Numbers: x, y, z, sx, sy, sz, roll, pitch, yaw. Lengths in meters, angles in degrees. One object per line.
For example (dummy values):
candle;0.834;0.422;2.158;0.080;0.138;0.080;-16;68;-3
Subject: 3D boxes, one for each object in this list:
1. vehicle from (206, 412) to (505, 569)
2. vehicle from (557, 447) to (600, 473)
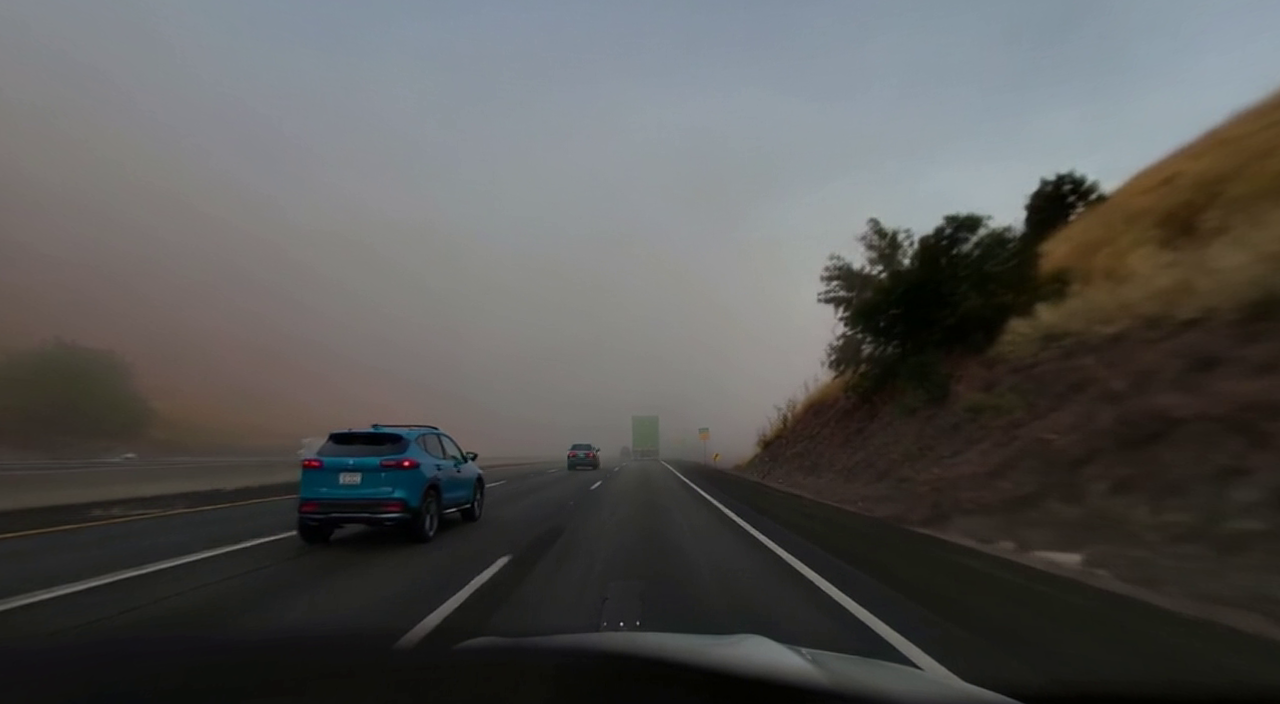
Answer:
vehicle;-3.702;1.907;9.458;2.194;1.725;4.698;0;-9;1
vehicle;-3.744;6.629;39.026;2.101;1.476;4.471;0;-9;1
